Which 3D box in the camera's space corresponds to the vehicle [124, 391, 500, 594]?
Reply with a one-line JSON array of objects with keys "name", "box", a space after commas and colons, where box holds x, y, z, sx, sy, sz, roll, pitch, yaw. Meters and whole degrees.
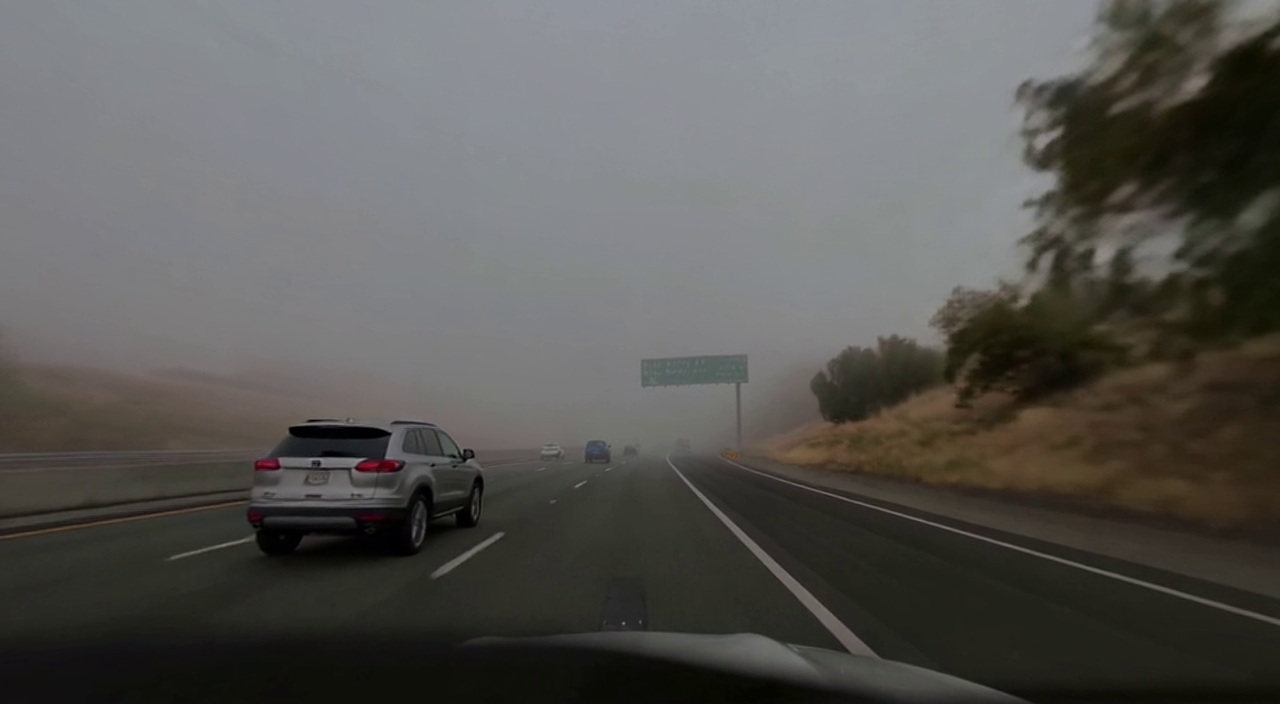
[{"name": "vehicle", "box": [-3.564, 1.649, 8.271, 2.218, 1.848, 4.789, 0, -9, 2]}]
